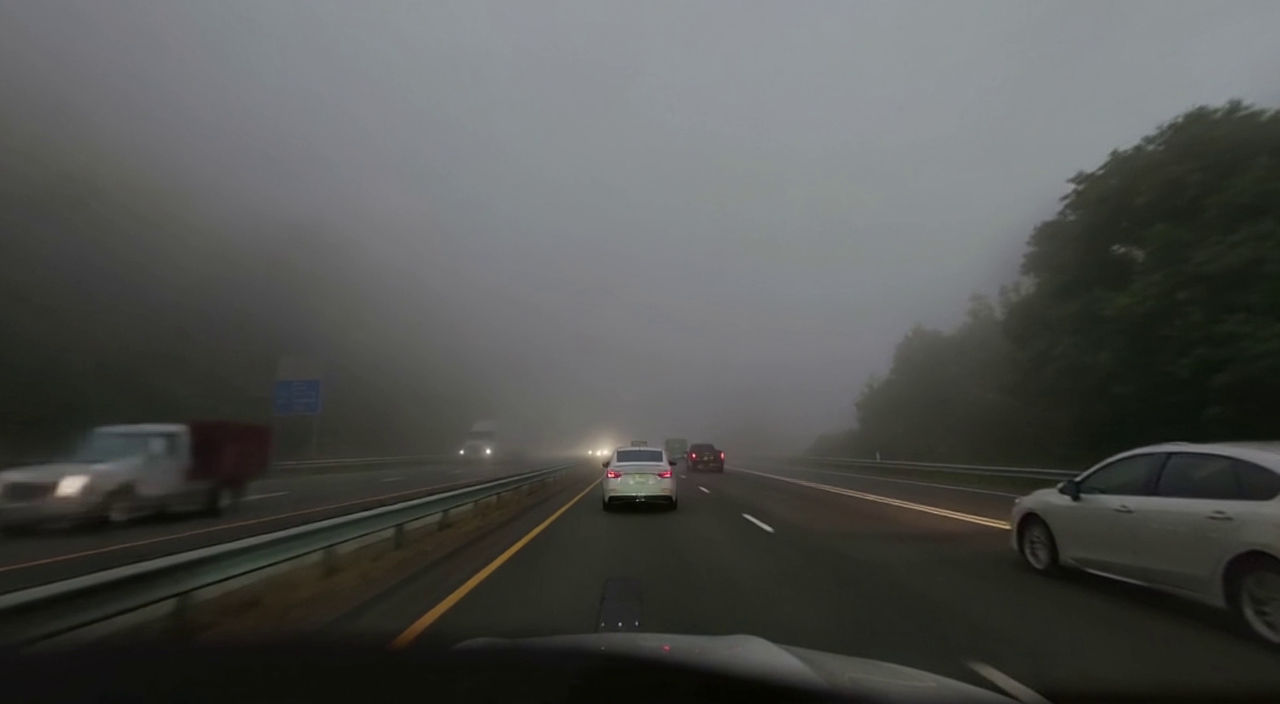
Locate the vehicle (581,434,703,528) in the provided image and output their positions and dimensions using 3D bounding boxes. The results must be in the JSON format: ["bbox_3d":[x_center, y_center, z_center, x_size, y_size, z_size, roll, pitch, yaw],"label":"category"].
[{"bbox_3d":[0.005,2.492,12.658,2.088,1.580,3.657,0,-9,-1],"label":"vehicle"}]

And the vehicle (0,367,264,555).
[{"bbox_3d":[-9.551,1.849,11.073,2.512,2.475,5.406,0,-9,-1],"label":"vehicle"}]

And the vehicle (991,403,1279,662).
[{"bbox_3d":[4.746,1.208,4.662,1.931,1.516,3.995,0,-9,0],"label":"vehicle"}]
